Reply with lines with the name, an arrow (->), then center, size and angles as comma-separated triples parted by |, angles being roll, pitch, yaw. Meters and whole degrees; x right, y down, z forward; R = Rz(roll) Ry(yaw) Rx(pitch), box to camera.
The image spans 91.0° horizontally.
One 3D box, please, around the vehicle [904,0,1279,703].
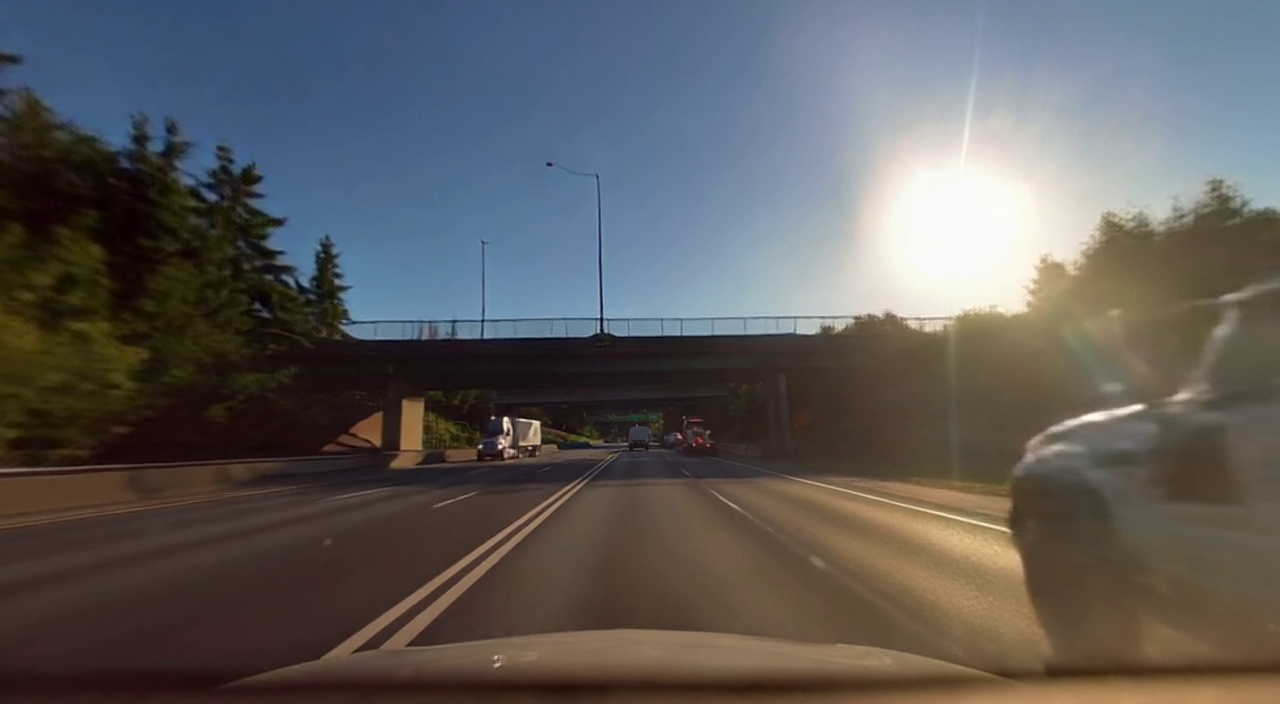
vehicle -> 4.400, -0.138, 2.146 | 3.017, 3.341, 8.519 | -4, -7, -1
